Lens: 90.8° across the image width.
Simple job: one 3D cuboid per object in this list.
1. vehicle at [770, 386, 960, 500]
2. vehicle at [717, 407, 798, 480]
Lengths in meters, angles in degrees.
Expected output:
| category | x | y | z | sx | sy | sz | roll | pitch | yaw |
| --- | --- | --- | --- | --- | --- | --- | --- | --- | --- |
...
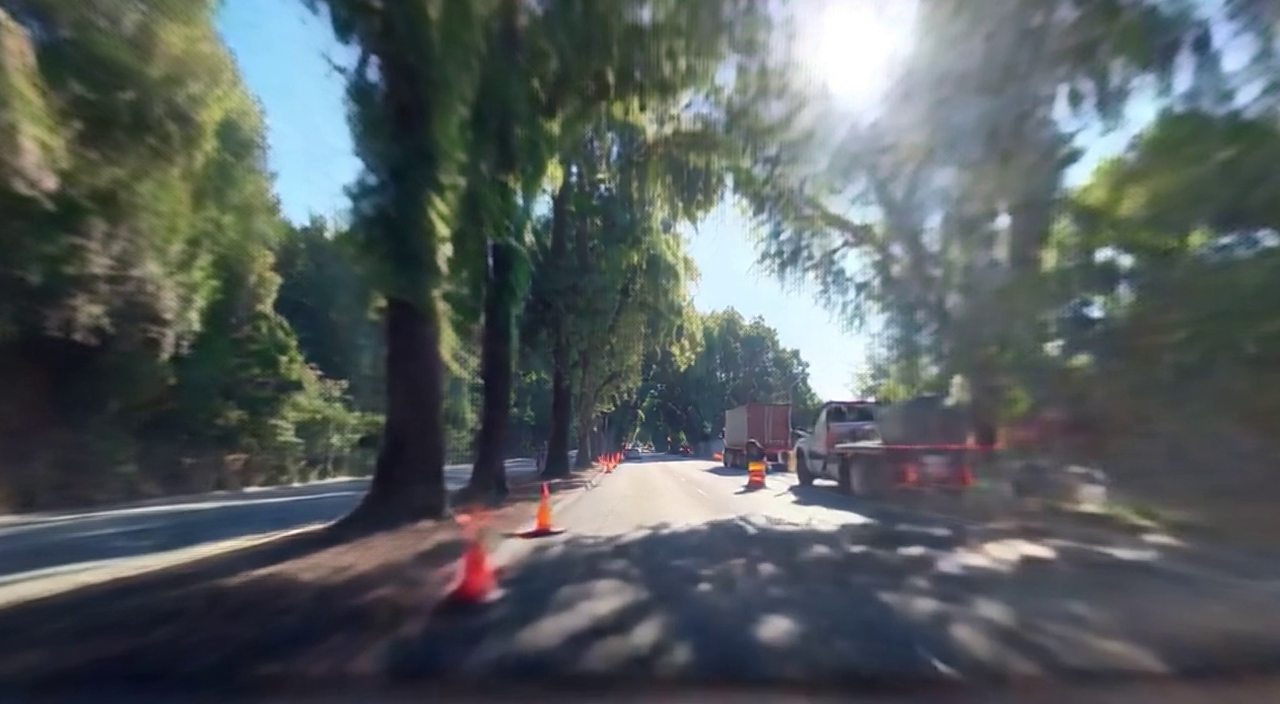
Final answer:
| category | x | y | z | sx | sy | sz | roll | pitch | yaw |
| --- | --- | --- | --- | --- | --- | --- | --- | --- | --- |
| vehicle | 6.452 | 2.682 | 18.702 | 2.390 | 2.899 | 4.603 | 6 | -10 | -35 |
| vehicle | 6.233 | 5.095 | 35.504 | 2.664 | 3.418 | 11.107 | 0 | -8 | 1 |
